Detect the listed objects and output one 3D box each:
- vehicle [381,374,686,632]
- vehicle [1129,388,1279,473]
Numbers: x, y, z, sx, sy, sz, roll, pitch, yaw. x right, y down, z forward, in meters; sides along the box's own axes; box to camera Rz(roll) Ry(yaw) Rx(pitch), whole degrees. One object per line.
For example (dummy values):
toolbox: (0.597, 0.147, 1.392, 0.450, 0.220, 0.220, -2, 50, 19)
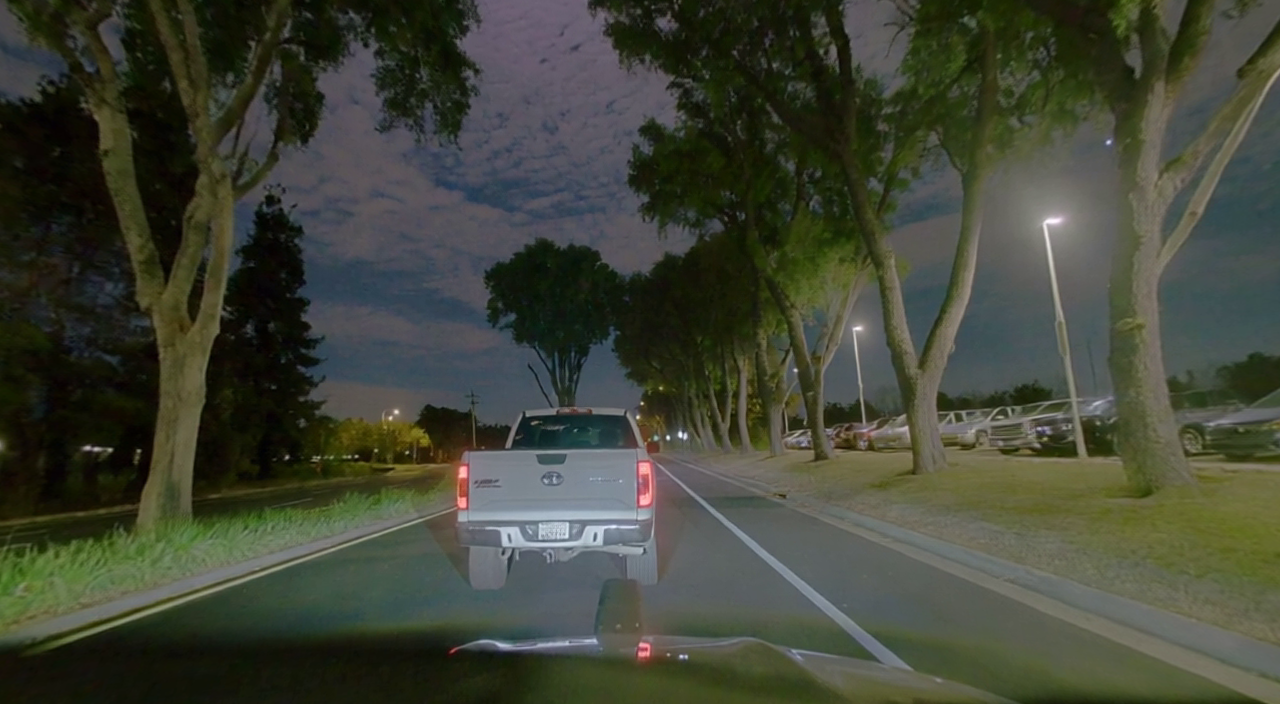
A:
vehicle: (-0.684, 1.435, 7.070, 2.157, 1.816, 5.039, 0, -8, 2)
vehicle: (11.882, 1.417, 11.474, 4.298, 1.392, 1.944, -1, -8, 2)
